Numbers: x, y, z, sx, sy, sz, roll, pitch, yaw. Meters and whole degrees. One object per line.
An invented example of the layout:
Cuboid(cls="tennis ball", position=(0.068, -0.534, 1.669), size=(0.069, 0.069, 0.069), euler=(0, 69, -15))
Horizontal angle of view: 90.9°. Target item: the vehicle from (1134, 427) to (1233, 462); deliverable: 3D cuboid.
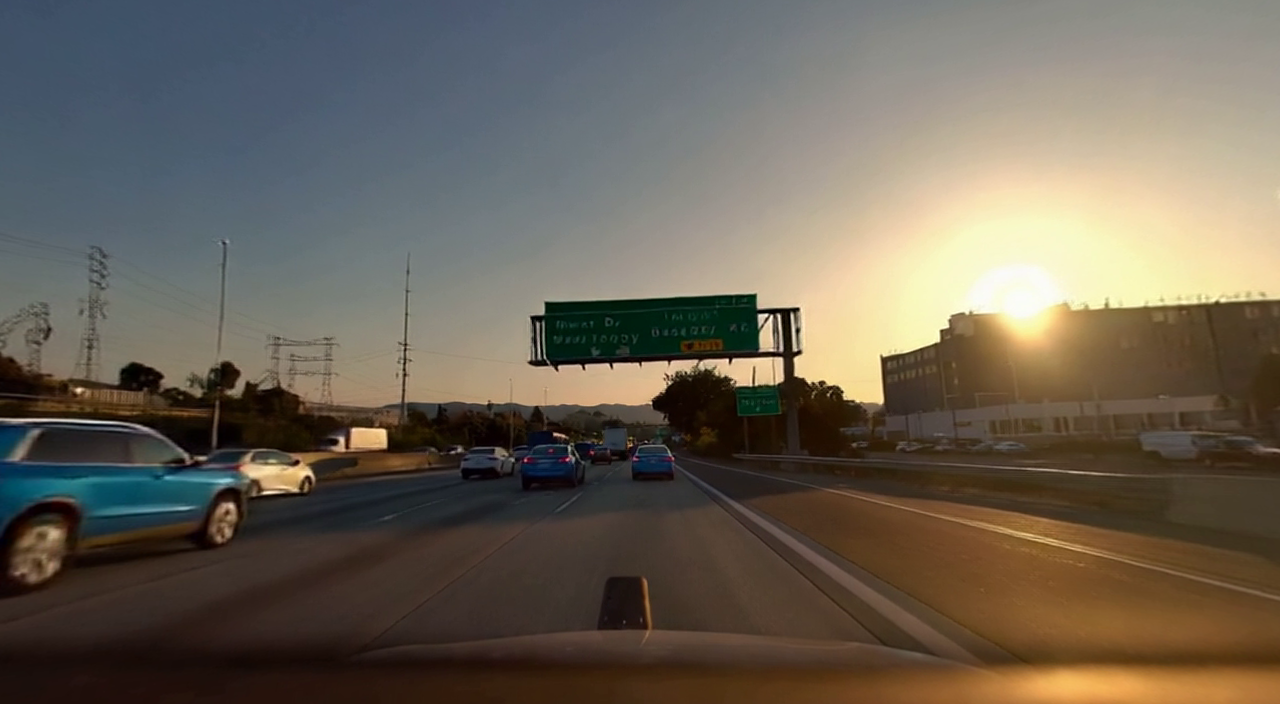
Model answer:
Cuboid(cls="vehicle", position=(30.862, 5.299, 35.968), size=(1.939, 1.888, 3.984), euler=(0, -9, -1))

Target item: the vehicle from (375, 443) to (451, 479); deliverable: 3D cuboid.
Cuboid(cls="vehicle", position=(-10.102, 4.855, 28.417), size=(1.861, 1.495, 4.007), euler=(0, -8, 1))

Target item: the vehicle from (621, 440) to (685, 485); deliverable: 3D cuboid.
Cuboid(cls="vehicle", position=(0.435, 3.903, 22.592), size=(2.090, 1.474, 3.970), euler=(0, -8, 1))

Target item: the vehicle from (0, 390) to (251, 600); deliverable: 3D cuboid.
Cuboid(cls="vehicle", position=(-6.615, 1.395, 6.504), size=(2.125, 1.804, 4.864), euler=(0, -8, -1))

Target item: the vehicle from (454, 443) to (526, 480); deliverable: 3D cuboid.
Cuboid(cls="vehicle", position=(-6.321, 4.650, 27.110), size=(1.933, 1.439, 4.441), euler=(0, -8, 1))

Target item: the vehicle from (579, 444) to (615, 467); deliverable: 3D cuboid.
Cuboid(cls="vehicle", position=(-2.933, 7.156, 43.823), size=(2.048, 1.497, 4.466), euler=(0, -8, 1))

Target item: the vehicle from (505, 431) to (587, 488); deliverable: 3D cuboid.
Cuboid(cls="vehicle", position=(-3.080, 3.645, 21.648), size=(2.007, 1.730, 4.412), euler=(0, -8, 1))

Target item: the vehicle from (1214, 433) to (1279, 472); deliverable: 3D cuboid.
Cuboid(cls="vehicle", position=(30.856, 4.825, 30.479), size=(1.858, 1.741, 4.683), euler=(-2, -7, 1))
